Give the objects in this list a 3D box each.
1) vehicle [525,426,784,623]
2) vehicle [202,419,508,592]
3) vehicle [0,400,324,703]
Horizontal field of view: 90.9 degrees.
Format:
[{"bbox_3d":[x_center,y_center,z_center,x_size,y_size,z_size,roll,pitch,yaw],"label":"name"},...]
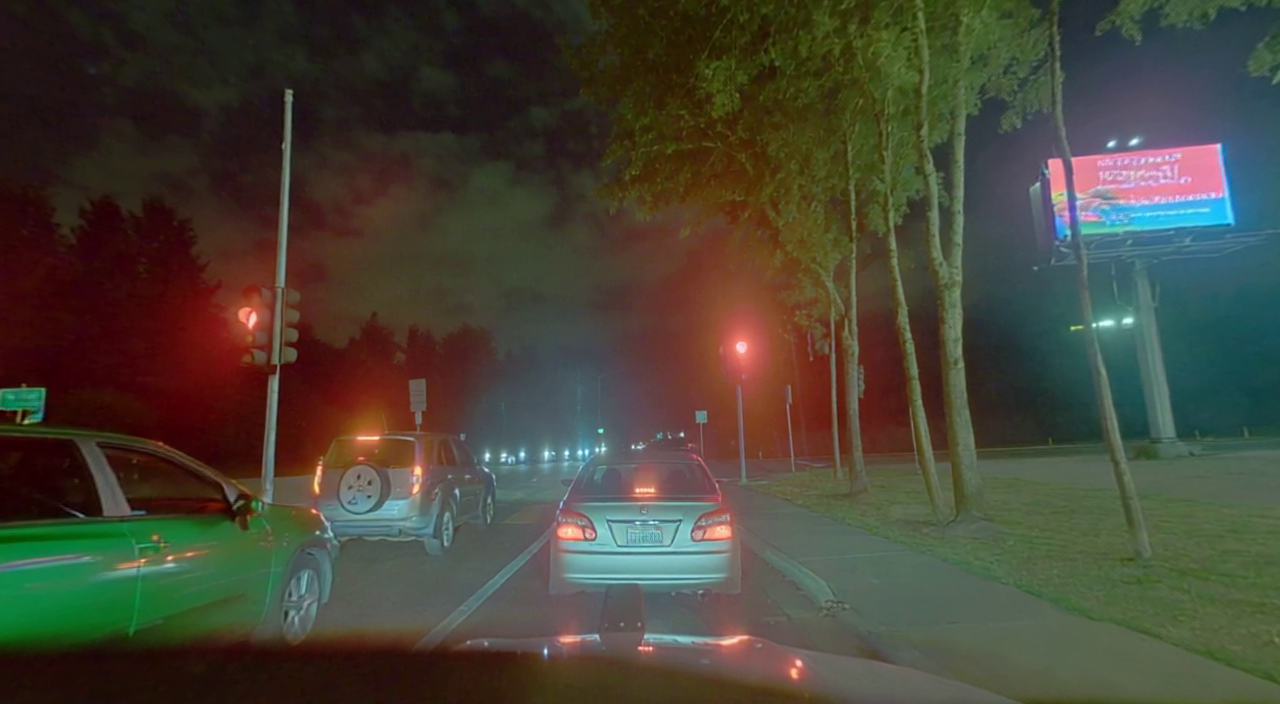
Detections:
[{"bbox_3d":[0.046,1.585,6.621,1.977,1.467,3.474,0,-9,-2],"label":"vehicle"},{"bbox_3d":[-3.164,1.790,8.132,1.950,1.628,4.082,-1,-9,1],"label":"vehicle"},{"bbox_3d":[-3.146,0.975,2.415,1.808,1.520,3.846,-1,-9,1],"label":"vehicle"}]
